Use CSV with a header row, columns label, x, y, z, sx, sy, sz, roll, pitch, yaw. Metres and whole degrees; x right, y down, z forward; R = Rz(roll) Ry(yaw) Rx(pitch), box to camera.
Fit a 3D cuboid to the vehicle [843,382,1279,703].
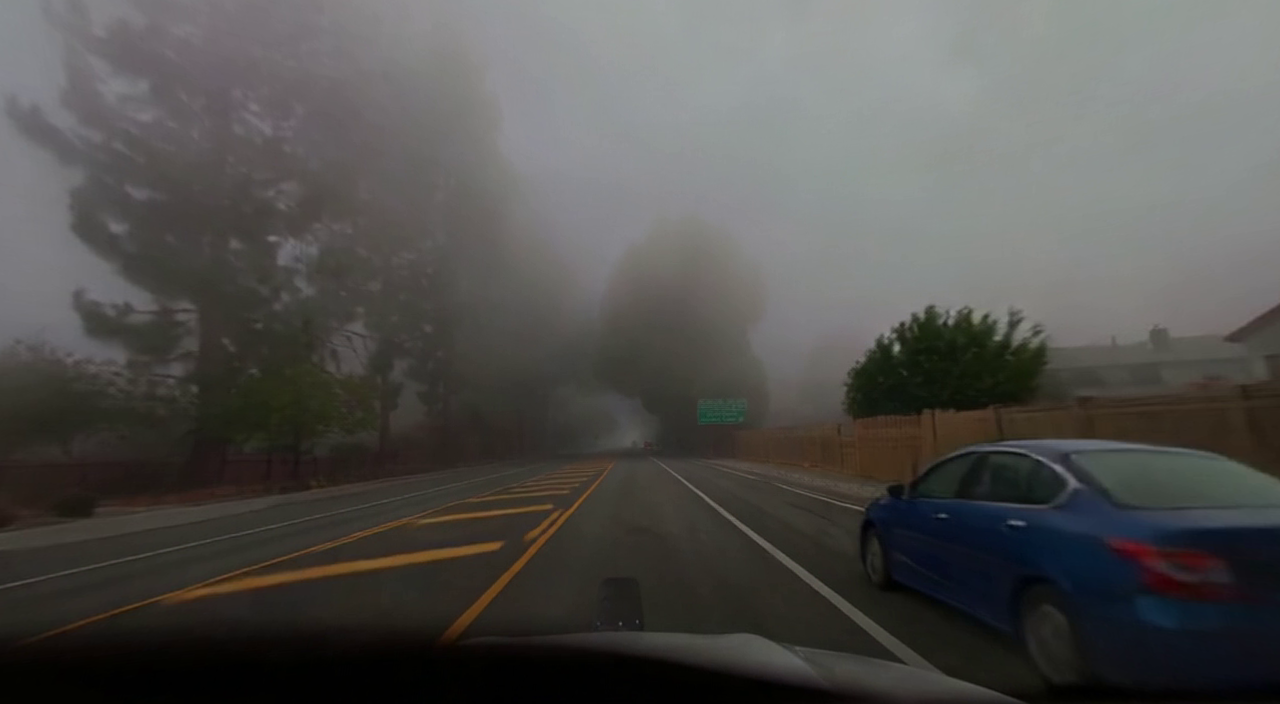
label,x,y,z,sx,sy,sz,roll,pitch,yaw
vehicle,2.897,1.096,3.635,1.991,1.476,4.153,0,-8,-1
